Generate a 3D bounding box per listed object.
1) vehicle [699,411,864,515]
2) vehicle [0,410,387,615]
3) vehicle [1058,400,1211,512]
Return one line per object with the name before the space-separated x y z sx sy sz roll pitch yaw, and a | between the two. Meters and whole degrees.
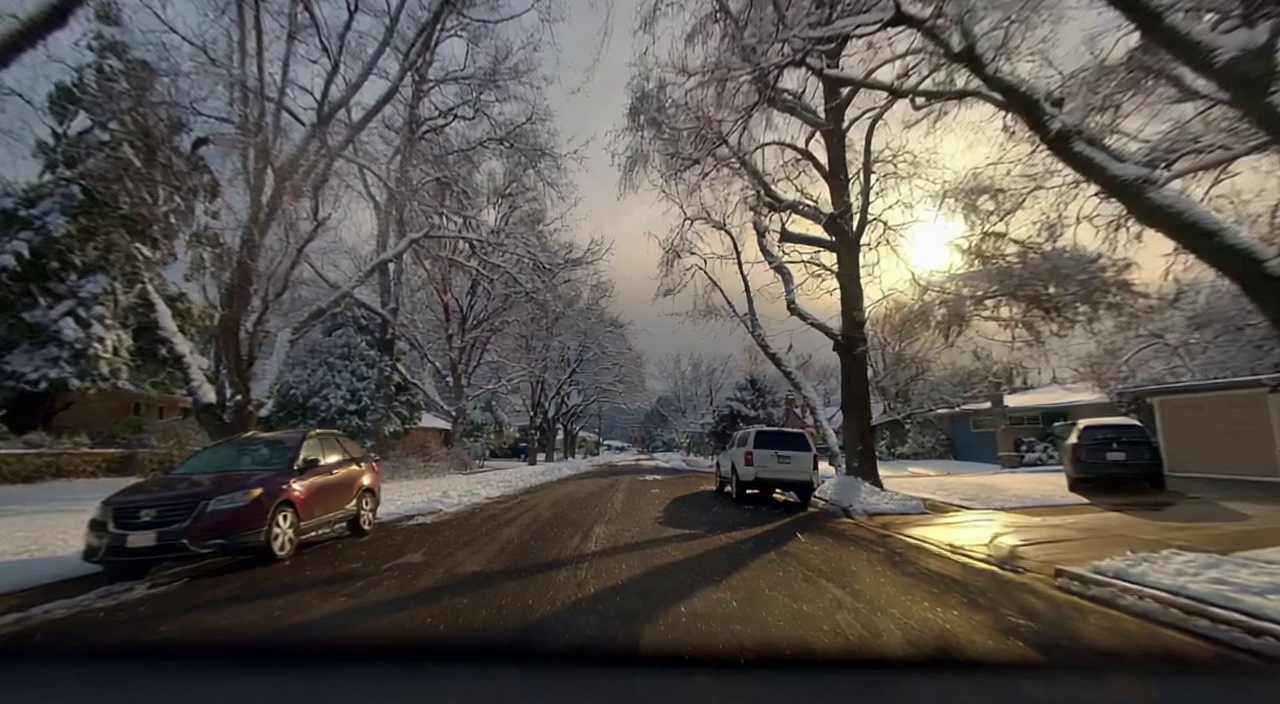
vehicle | 3.404 2.944 17.389 2.789 2.206 7.420 0 -9 0
vehicle | -5.191 1.802 8.428 2.075 1.837 4.945 0 -7 -6
vehicle | 12.146 2.579 15.963 2.403 2.294 5.205 -6 -10 32
